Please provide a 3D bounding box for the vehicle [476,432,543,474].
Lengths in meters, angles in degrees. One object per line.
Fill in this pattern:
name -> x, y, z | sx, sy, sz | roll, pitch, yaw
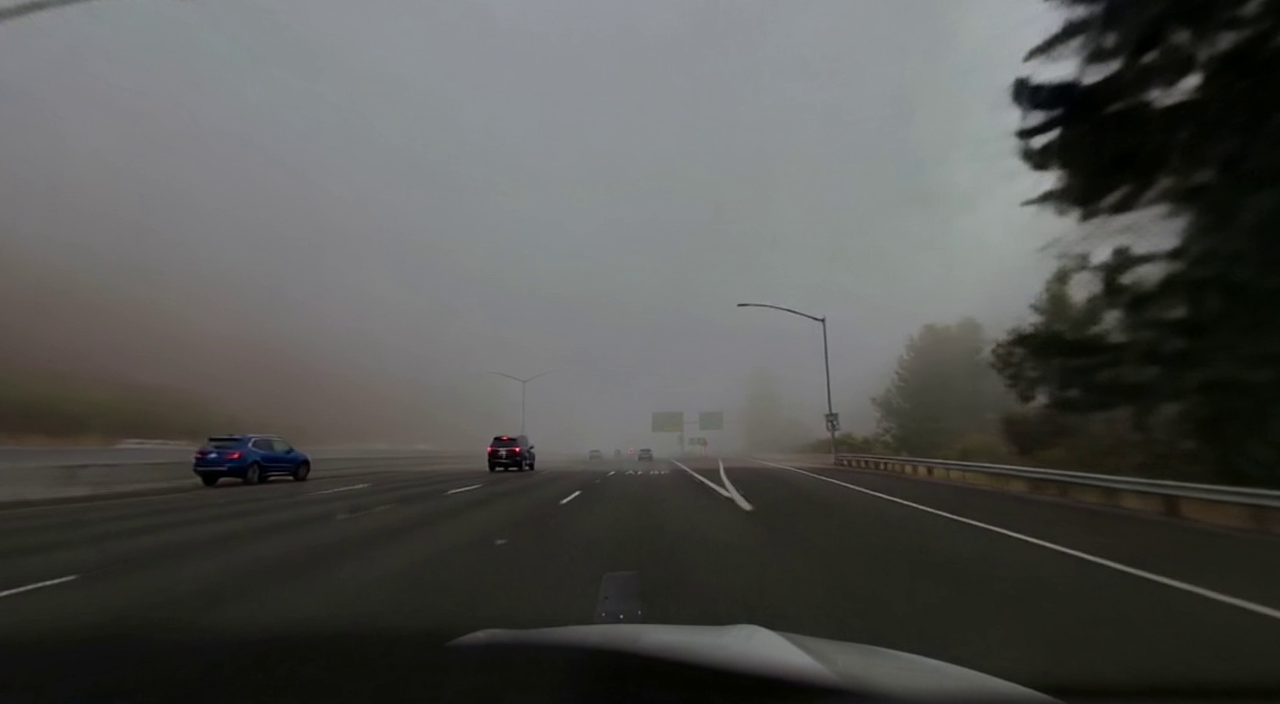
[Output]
vehicle -> -6.542, 5.166, 32.213 | 2.219, 1.947, 4.924 | 0, -9, 1

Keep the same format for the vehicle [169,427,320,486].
vehicle -> -13.766, 3.694, 22.404 | 2.079, 1.822, 4.893 | 0, -9, 1
